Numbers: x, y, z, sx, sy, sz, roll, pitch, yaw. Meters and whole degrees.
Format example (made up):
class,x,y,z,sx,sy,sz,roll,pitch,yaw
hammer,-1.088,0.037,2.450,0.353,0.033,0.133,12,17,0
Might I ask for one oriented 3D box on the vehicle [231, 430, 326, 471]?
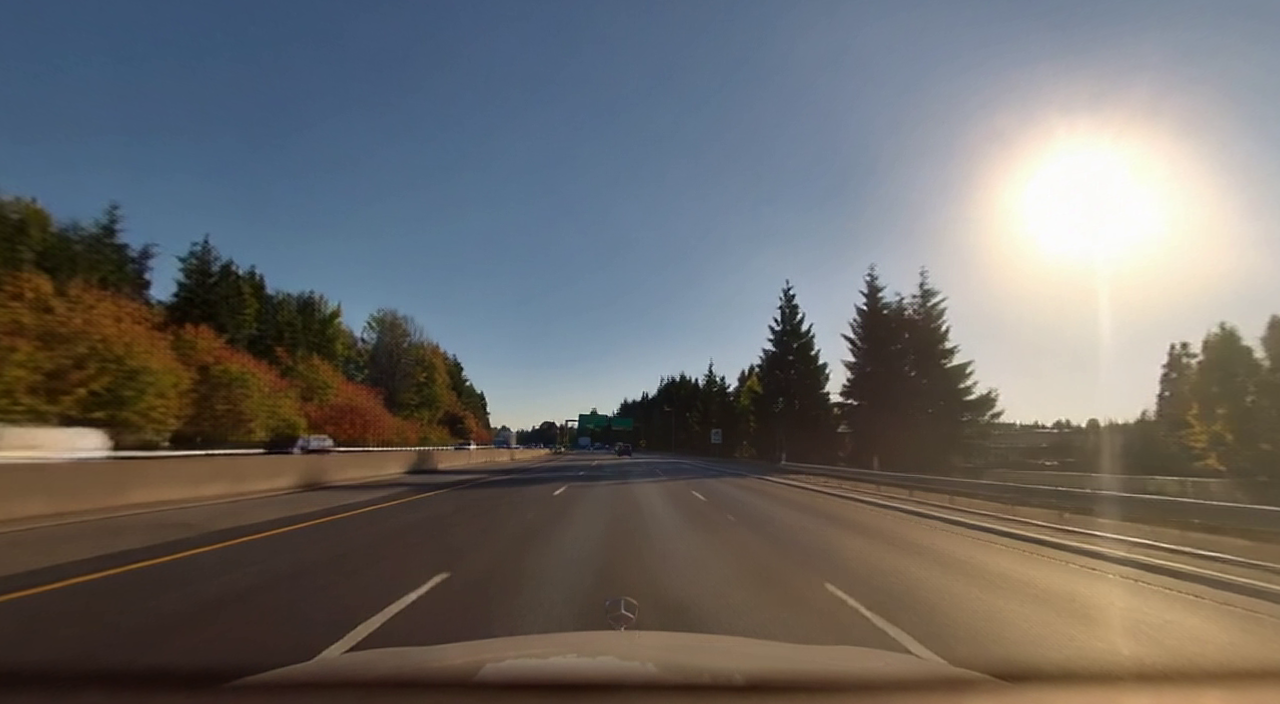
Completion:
class,x,y,z,sx,sy,sz,roll,pitch,yaw
vehicle,-18.047,4.980,31.609,2.009,1.883,4.660,0,-9,-1

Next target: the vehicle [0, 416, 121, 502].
class,x,y,z,sx,sy,sz,roll,pitch,yaw
vehicle,-12.553,1.958,11.435,2.021,1.545,4.889,0,-9,-1
